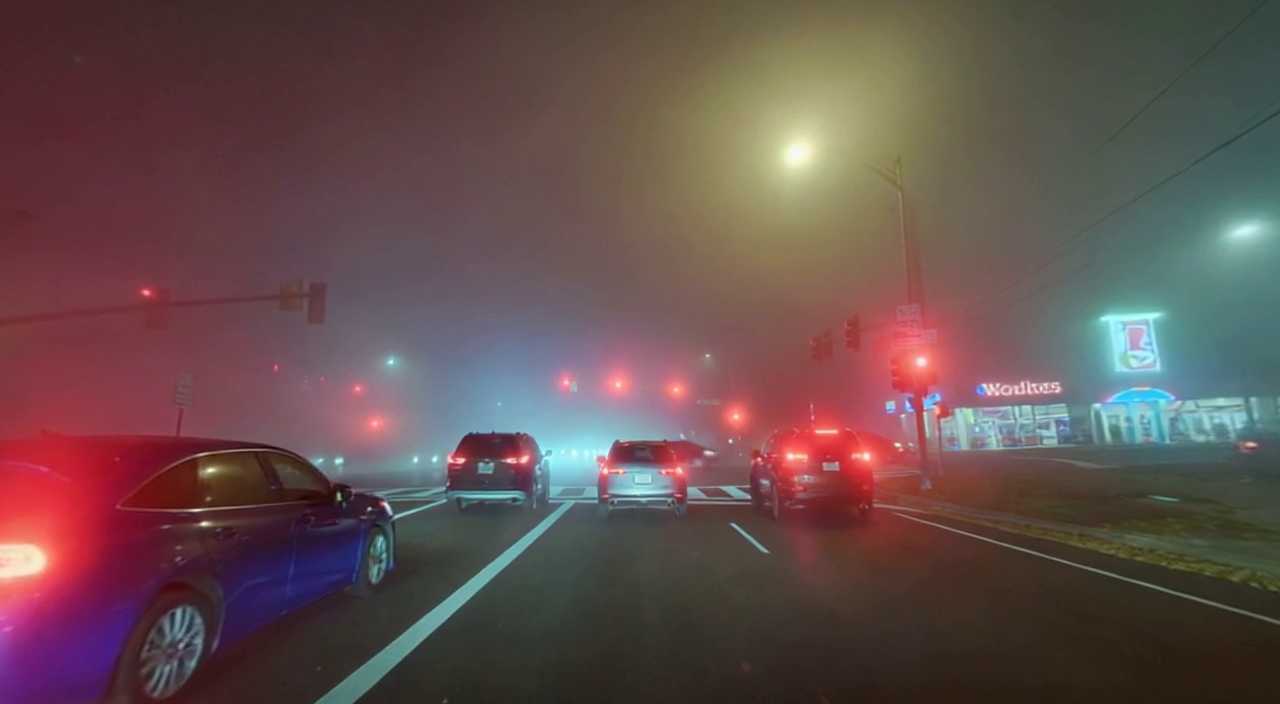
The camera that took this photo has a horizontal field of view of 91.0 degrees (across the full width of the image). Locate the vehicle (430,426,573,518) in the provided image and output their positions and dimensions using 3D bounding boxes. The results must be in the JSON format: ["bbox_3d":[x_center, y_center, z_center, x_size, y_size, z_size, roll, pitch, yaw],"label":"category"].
[{"bbox_3d":[-2.824,2.574,13.913,2.072,1.694,4.070,0,-9,2],"label":"vehicle"}]

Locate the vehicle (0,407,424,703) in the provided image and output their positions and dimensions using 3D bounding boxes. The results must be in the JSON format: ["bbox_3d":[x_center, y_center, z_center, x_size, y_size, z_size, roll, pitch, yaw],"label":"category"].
[{"bbox_3d":[-3.331,1.270,4.396,2.014,1.472,4.357,0,-9,1],"label":"vehicle"}]

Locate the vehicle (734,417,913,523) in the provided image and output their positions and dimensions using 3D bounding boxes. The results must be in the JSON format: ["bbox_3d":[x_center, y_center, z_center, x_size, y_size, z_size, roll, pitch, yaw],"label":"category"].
[{"bbox_3d":[3.309,2.252,12.449,2.076,1.691,4.402,0,-9,-2],"label":"vehicle"}]

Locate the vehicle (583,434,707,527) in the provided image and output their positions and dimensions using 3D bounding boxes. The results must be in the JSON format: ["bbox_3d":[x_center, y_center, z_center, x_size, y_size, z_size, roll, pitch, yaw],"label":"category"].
[{"bbox_3d":[0.122,2.426,12.393,2.032,1.499,3.994,0,-9,1],"label":"vehicle"}]

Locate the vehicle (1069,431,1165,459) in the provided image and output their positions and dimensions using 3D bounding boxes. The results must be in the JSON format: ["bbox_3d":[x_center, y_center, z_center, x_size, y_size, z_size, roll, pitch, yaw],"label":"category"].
[{"bbox_3d":[30.545,5.984,40.420,4.432,1.680,1.932,0,-9,2],"label":"vehicle"}]

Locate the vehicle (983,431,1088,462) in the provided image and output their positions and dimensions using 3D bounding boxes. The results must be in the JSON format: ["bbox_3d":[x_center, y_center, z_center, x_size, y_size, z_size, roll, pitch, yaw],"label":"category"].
[{"bbox_3d":[23.287,5.595,37.233,4.781,1.700,1.986,0,-9,1],"label":"vehicle"}]
